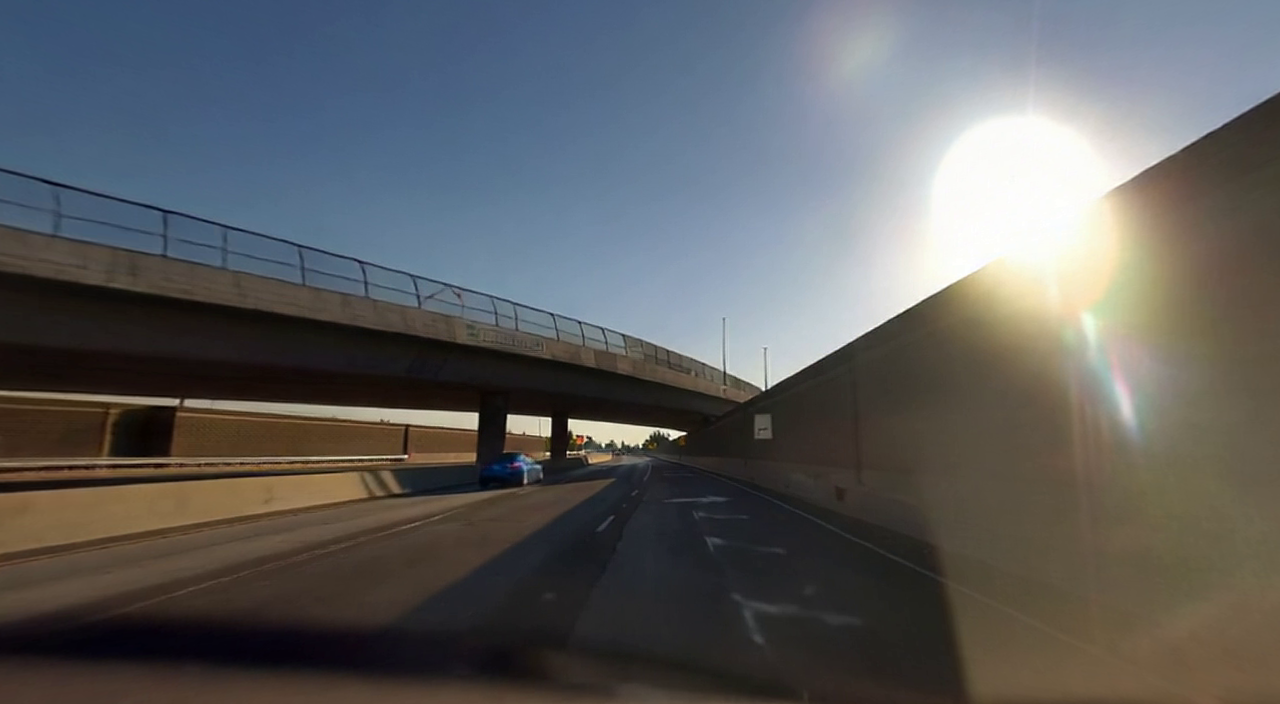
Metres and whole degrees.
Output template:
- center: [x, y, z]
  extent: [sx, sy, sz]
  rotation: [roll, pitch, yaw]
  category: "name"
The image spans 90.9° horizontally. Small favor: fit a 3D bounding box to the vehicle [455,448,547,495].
- center: [-5.119, 4.450, 23.935]
  extent: [2.172, 1.587, 4.518]
  rotation: [-1, -9, 4]
  category: "vehicle"
